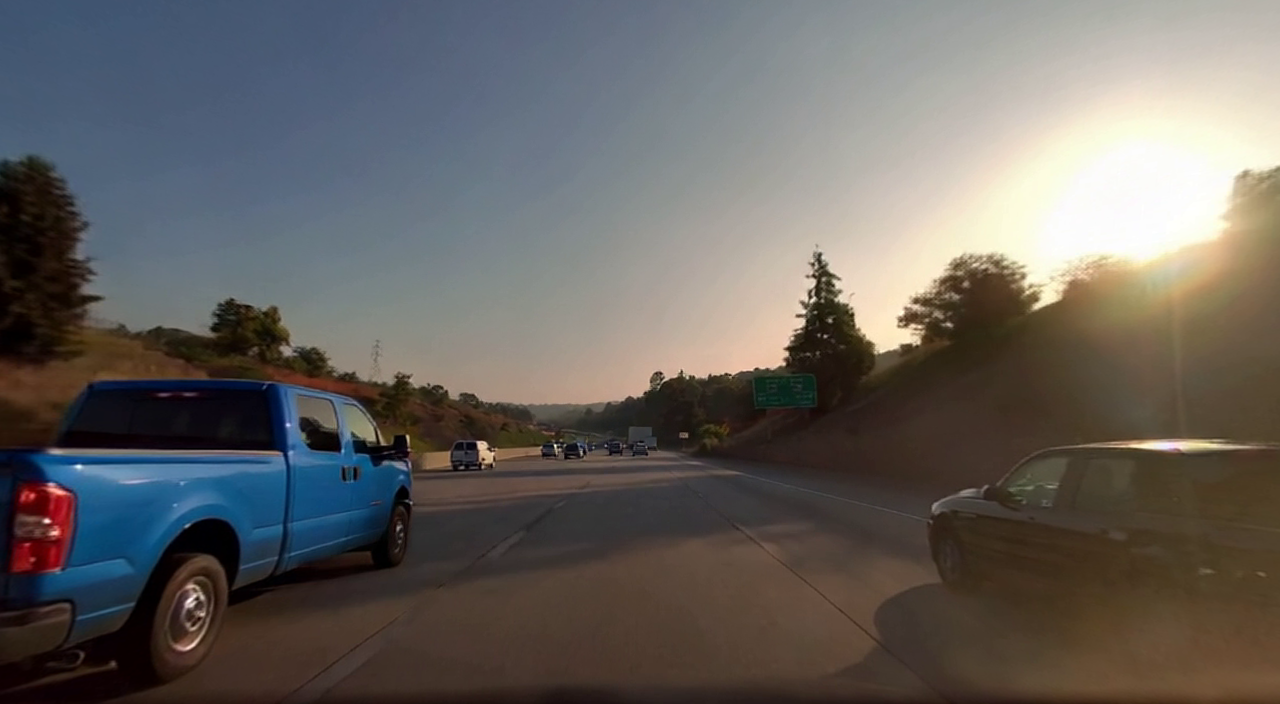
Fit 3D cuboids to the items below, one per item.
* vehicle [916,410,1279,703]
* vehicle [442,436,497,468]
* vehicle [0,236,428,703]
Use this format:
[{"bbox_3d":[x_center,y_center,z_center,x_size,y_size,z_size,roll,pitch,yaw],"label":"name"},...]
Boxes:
[{"bbox_3d":[3.906,1.220,4.098,2.047,1.524,4.619,0,-9,-1],"label":"vehicle"},{"bbox_3d":[-10.790,6.359,40.343,2.012,1.875,4.895,0,-9,1],"label":"vehicle"},{"bbox_3d":[-3.600,0.859,3.816,2.483,2.100,6.208,0,-9,0],"label":"vehicle"}]
